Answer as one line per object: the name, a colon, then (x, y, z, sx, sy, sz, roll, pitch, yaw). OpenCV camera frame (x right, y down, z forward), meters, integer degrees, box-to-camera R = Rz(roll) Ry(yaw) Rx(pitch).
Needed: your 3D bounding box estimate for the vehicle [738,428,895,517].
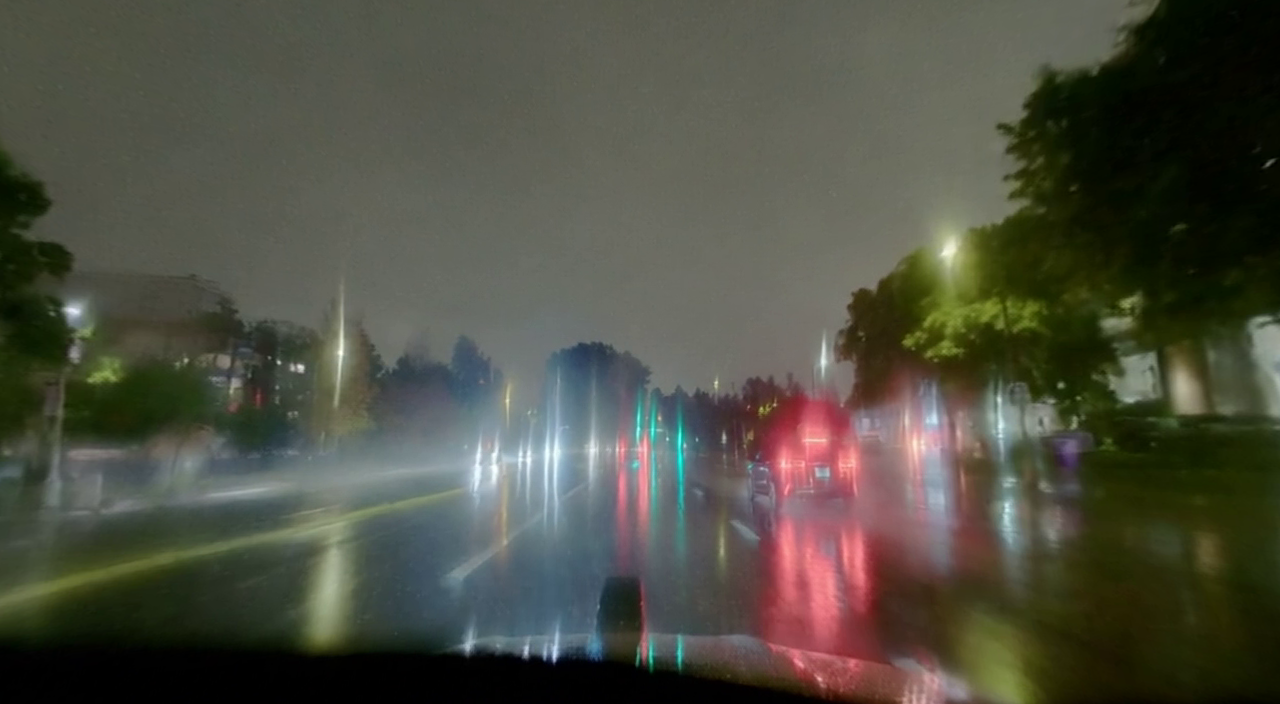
vehicle: (3.607, 2.562, 14.002, 1.995, 1.616, 4.729, 0, -8, -2)
